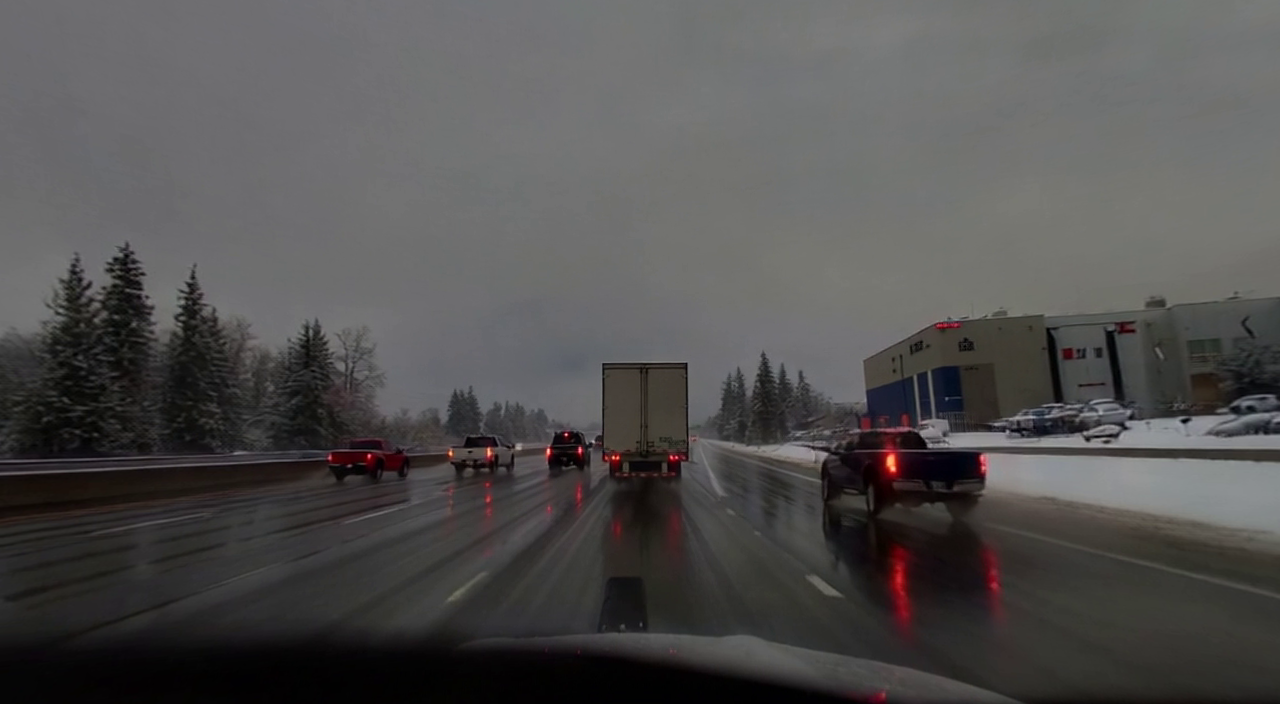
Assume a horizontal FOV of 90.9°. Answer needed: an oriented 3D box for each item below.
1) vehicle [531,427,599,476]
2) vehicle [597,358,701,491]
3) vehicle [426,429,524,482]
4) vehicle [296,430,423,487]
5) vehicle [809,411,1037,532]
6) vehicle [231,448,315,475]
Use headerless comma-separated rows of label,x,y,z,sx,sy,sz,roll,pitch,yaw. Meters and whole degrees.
vehicle,-3.353,4.684,29.798,2.379,2.075,6.169,0,-9,1
vehicle,0.147,2.792,23.031,2.941,3.794,9.851,0,-9,-1
vehicle,-6.731,4.341,26.667,2.479,1.978,5.952,0,-9,1
vehicle,-10.319,3.981,23.876,2.089,1.885,5.888,0,-9,0
vehicle,4.889,2.151,11.920,2.137,1.796,4.817,0,-9,1
vehicle,-20.966,6.273,36.250,2.078,1.429,4.607,0,-9,0
